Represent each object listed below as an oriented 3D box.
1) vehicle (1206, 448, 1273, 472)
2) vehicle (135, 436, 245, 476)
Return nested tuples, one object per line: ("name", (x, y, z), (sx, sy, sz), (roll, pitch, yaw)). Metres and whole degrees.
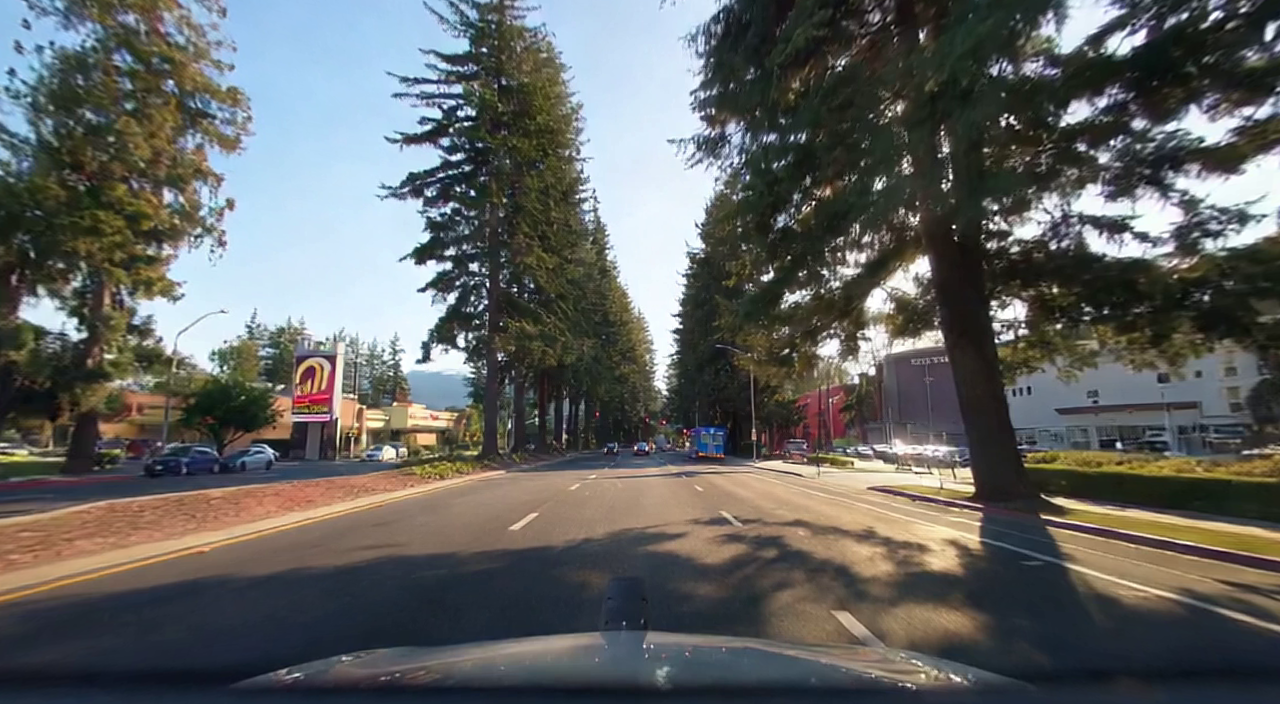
("vehicle", (43.699, 7.830, 45.974), (4.422, 1.605, 2.036), (4, -10, -27))
("vehicle", (-22.349, 5.184, 31.620), (2.040, 1.788, 4.595), (-1, -9, 1))
